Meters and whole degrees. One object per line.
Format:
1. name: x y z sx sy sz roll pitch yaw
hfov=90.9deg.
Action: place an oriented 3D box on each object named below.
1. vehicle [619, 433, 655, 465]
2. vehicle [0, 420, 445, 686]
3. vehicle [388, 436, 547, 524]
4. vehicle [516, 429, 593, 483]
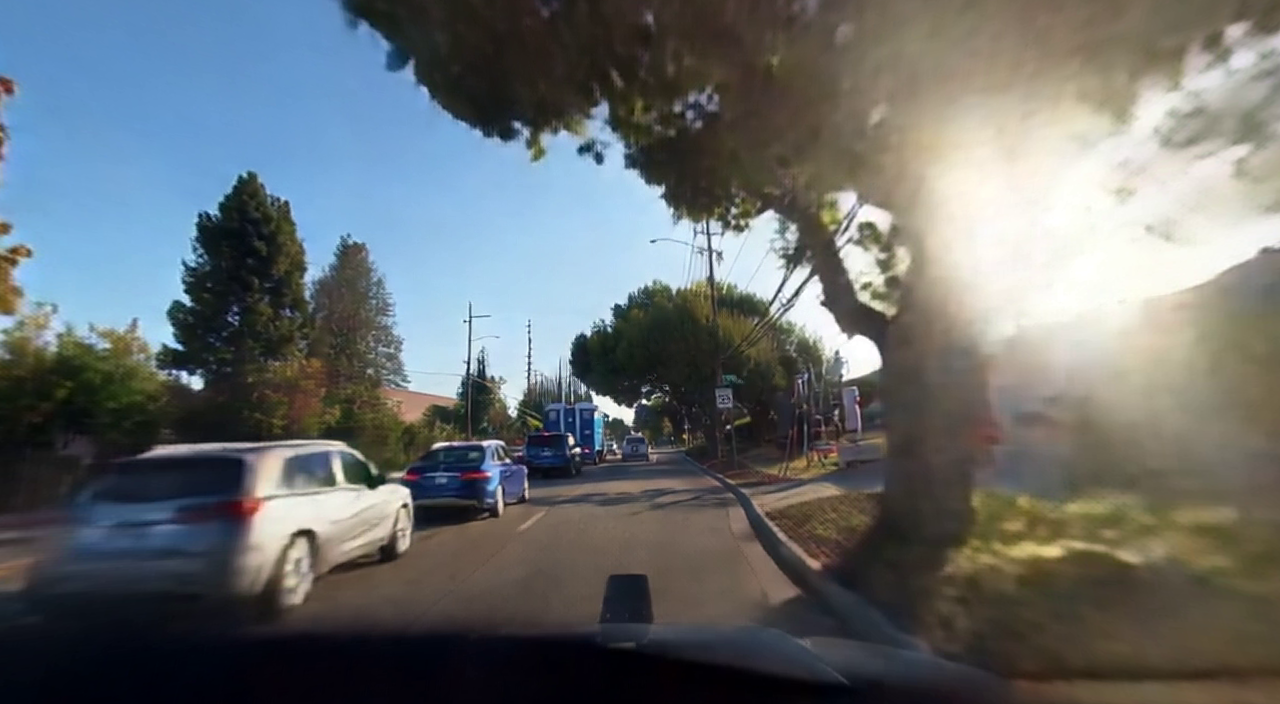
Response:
1. vehicle: -0.190 6.065 39.463 2.117 1.861 4.095 0 -8 0
2. vehicle: -3.549 1.480 5.914 1.972 1.486 4.547 0 -8 0
3. vehicle: -3.252 2.506 12.960 1.966 1.466 4.473 0 -8 0
4. vehicle: -3.139 3.961 24.282 2.187 1.821 4.748 0 -8 2
